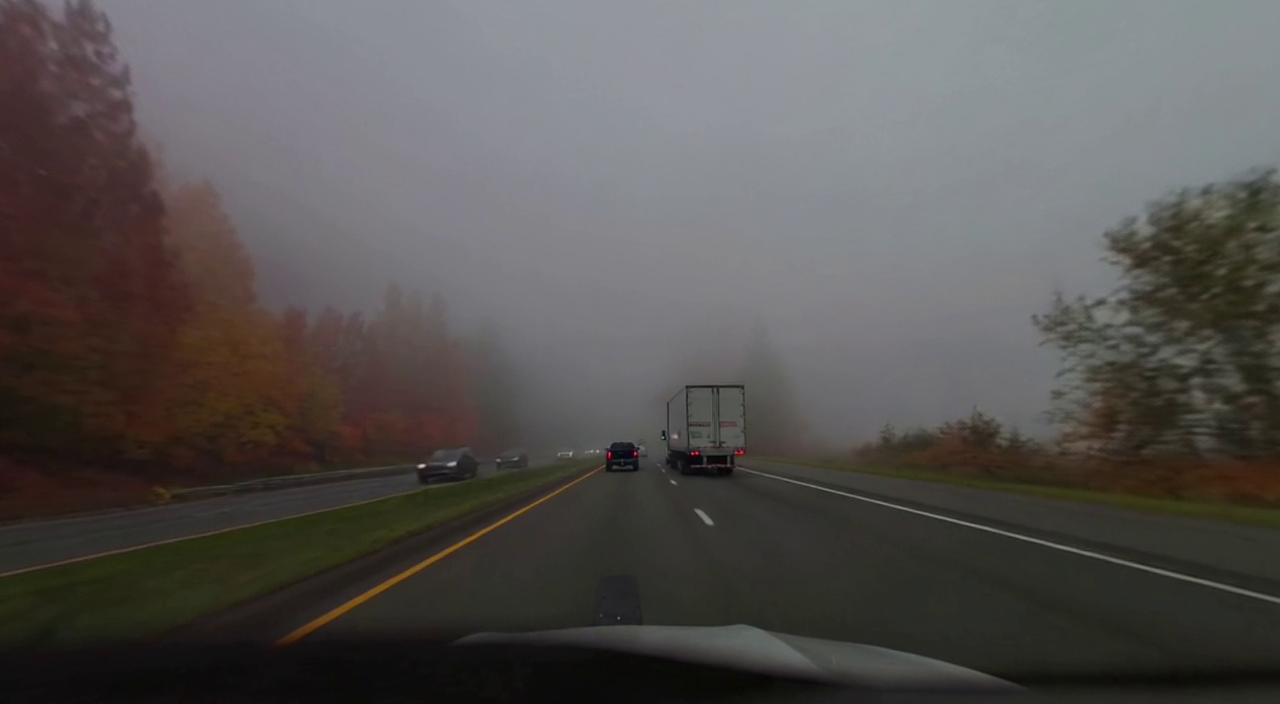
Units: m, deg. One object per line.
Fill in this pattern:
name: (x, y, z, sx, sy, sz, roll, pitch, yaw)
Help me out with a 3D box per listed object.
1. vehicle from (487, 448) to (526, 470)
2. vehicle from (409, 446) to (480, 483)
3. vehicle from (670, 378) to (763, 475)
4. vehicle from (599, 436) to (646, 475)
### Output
vehicle: (-9.985, 8.036, 47.137, 1.897, 1.536, 4.395, -1, -9, 0)
vehicle: (-9.062, 5.247, 29.479, 1.998, 1.566, 4.092, -1, -9, 1)
vehicle: (3.540, 4.171, 33.364, 3.068, 4.042, 13.787, 0, -9, -1)
vehicle: (-0.800, 4.993, 30.430, 2.151, 1.693, 4.201, -1, -9, 0)
